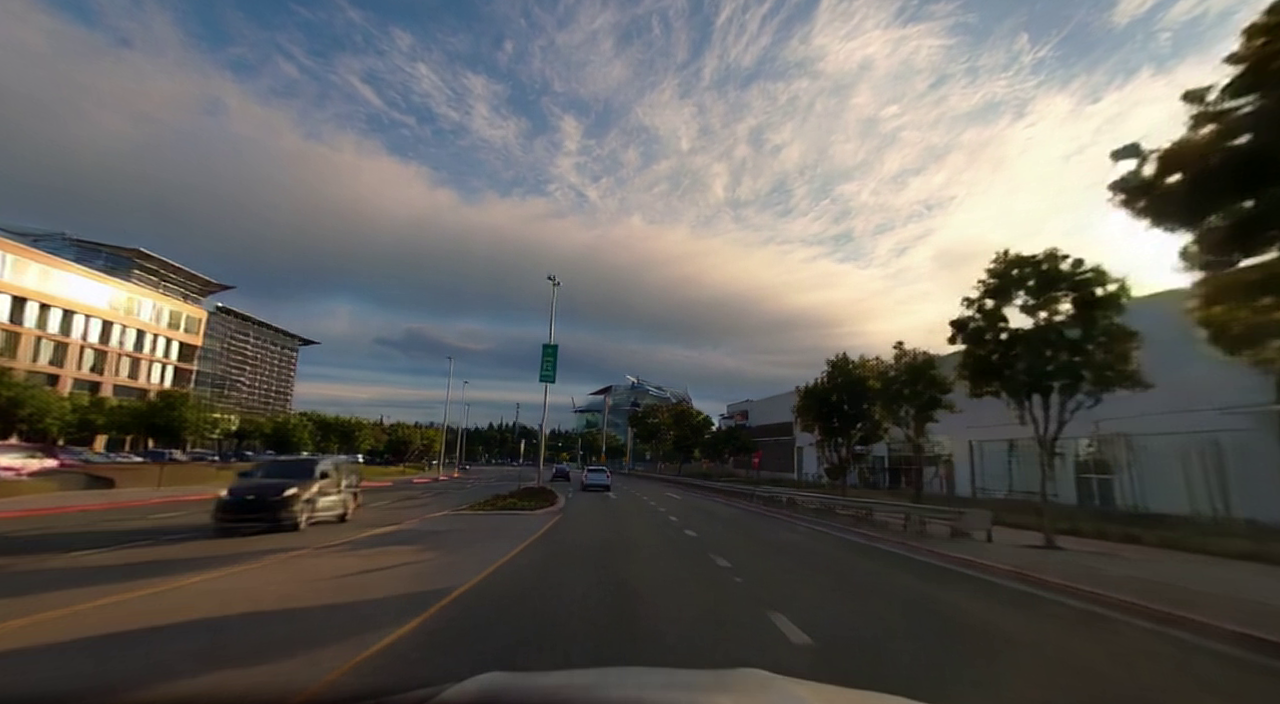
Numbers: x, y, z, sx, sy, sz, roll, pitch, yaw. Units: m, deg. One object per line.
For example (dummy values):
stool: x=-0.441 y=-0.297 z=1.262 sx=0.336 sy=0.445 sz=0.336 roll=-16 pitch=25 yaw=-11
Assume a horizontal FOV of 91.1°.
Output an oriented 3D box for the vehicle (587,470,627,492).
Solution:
vehicle: x=-1.981 y=7.615 z=37.210 sx=1.775 sy=1.186 sz=2.933 roll=3 pitch=-11 yaw=-14

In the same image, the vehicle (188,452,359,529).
vehicle: x=-8.258 y=3.154 z=14.652 sx=1.916 sy=1.516 sz=3.970 roll=2 pitch=-11 yaw=-7
